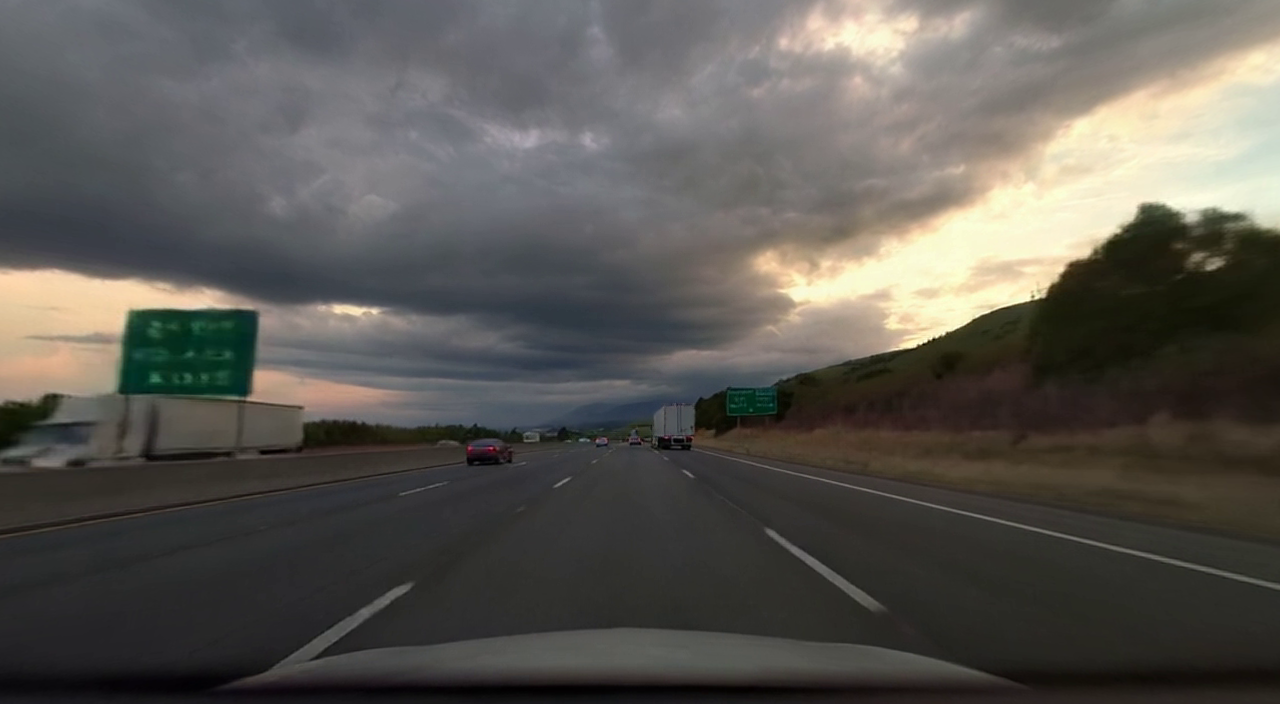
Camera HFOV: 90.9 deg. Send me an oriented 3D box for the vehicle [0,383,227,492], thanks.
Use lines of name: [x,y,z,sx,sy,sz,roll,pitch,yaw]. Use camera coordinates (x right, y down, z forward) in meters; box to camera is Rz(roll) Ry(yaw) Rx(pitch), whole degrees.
vehicle: [-23.228,3.778,28.000,2.993,3.934,10.018,0,-8,-1]

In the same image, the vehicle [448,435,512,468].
vehicle: [-7.617,4.767,30.450,2.018,1.454,4.290,0,-8,-1]

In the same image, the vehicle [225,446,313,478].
vehicle: [-19.102,5.658,32.717,1.826,1.444,4.605,0,-8,0]
